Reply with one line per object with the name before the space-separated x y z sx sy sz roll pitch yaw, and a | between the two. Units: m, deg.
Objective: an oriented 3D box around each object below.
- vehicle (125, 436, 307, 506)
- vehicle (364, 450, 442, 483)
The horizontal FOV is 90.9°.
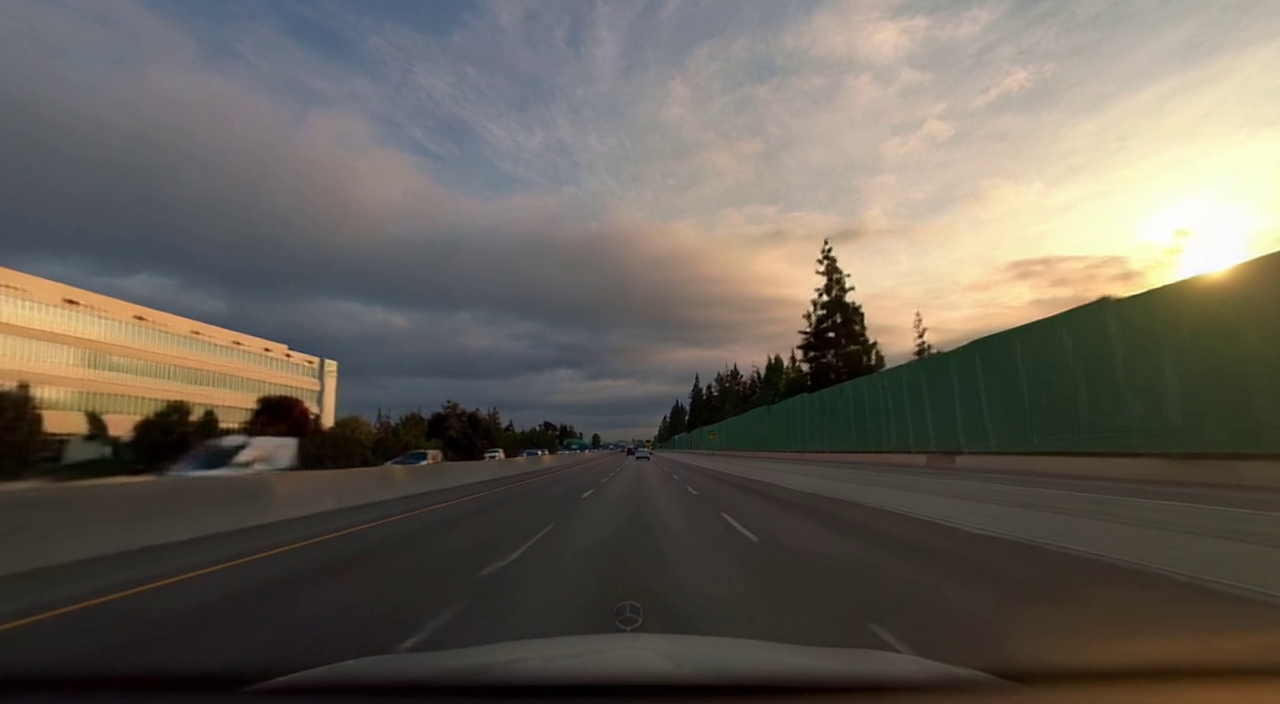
vehicle | -12.109 3.413 18.522 2.007 1.756 4.699 0 -9 1
vehicle | -11.377 5.527 30.683 1.974 1.445 4.605 0 -9 0
